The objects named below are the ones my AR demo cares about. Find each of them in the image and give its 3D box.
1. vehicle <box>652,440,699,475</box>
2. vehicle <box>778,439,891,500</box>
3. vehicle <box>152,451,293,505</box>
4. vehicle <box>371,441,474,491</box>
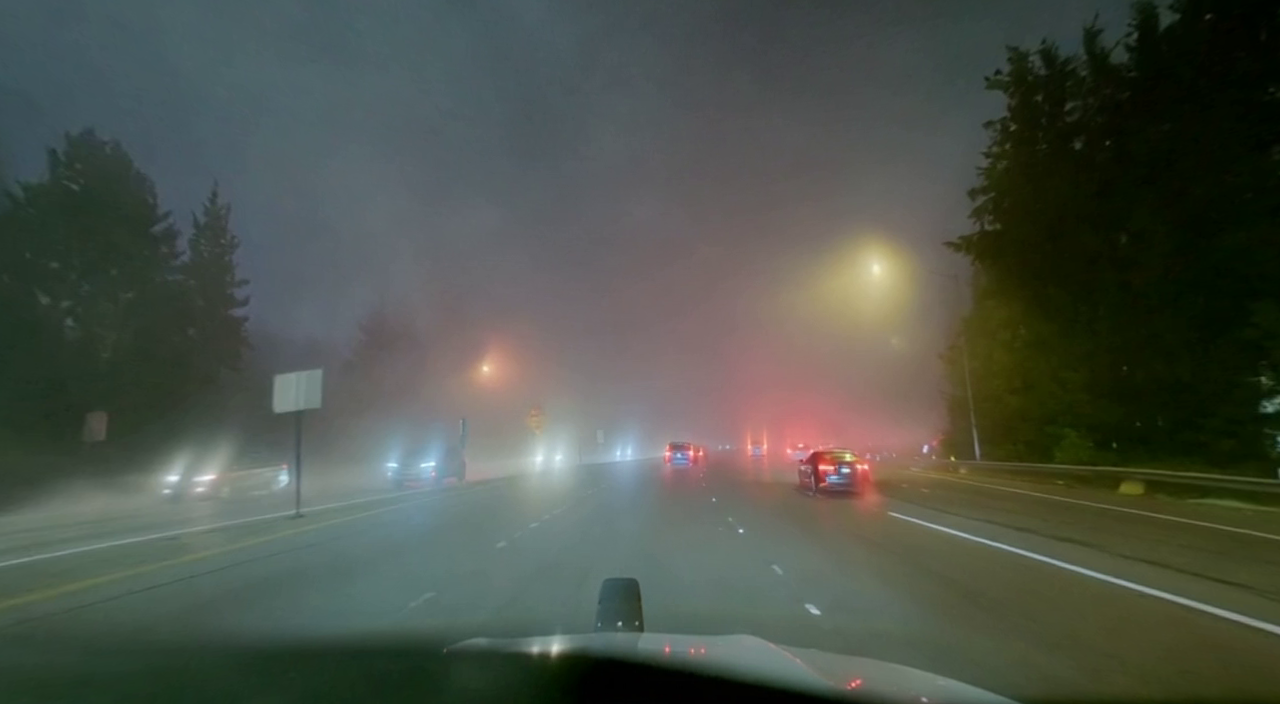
[{"bbox_3d":[1.926,5.469,33.122,2.201,1.676,4.541,-1,-8,6],"label":"vehicle"},{"bbox_3d":[5.182,3.172,17.493,2.044,1.474,4.083,-1,-8,4],"label":"vehicle"},{"bbox_3d":[-14.682,4.403,22.548,1.876,1.672,4.237,-1,-8,5],"label":"vehicle"},{"bbox_3d":[-8.479,4.468,25.170,2.151,1.770,4.512,-1,-8,5],"label":"vehicle"}]
